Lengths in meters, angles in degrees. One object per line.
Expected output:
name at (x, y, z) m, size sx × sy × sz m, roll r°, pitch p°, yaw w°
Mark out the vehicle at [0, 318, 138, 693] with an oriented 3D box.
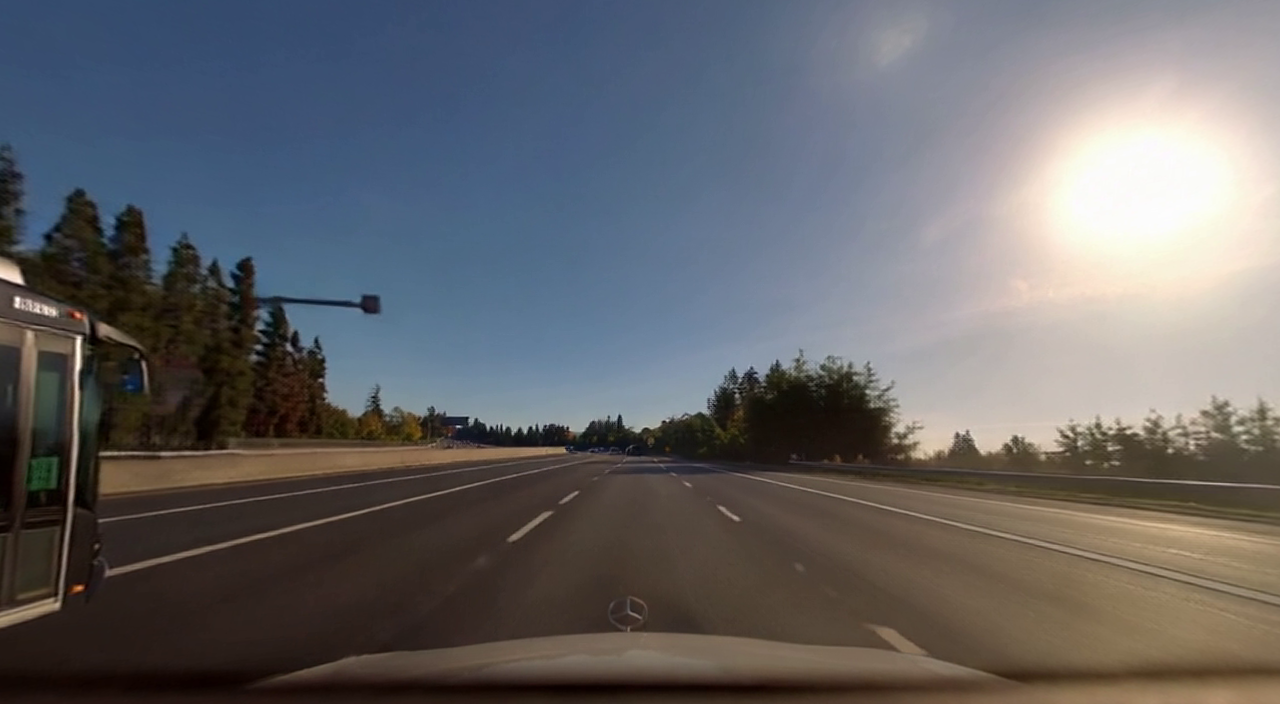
vehicle at (-4.507, 0.549, 1.571) m, size 2.127 × 1.985 × 5.205 m, roll 0°, pitch -9°, yaw 1°
